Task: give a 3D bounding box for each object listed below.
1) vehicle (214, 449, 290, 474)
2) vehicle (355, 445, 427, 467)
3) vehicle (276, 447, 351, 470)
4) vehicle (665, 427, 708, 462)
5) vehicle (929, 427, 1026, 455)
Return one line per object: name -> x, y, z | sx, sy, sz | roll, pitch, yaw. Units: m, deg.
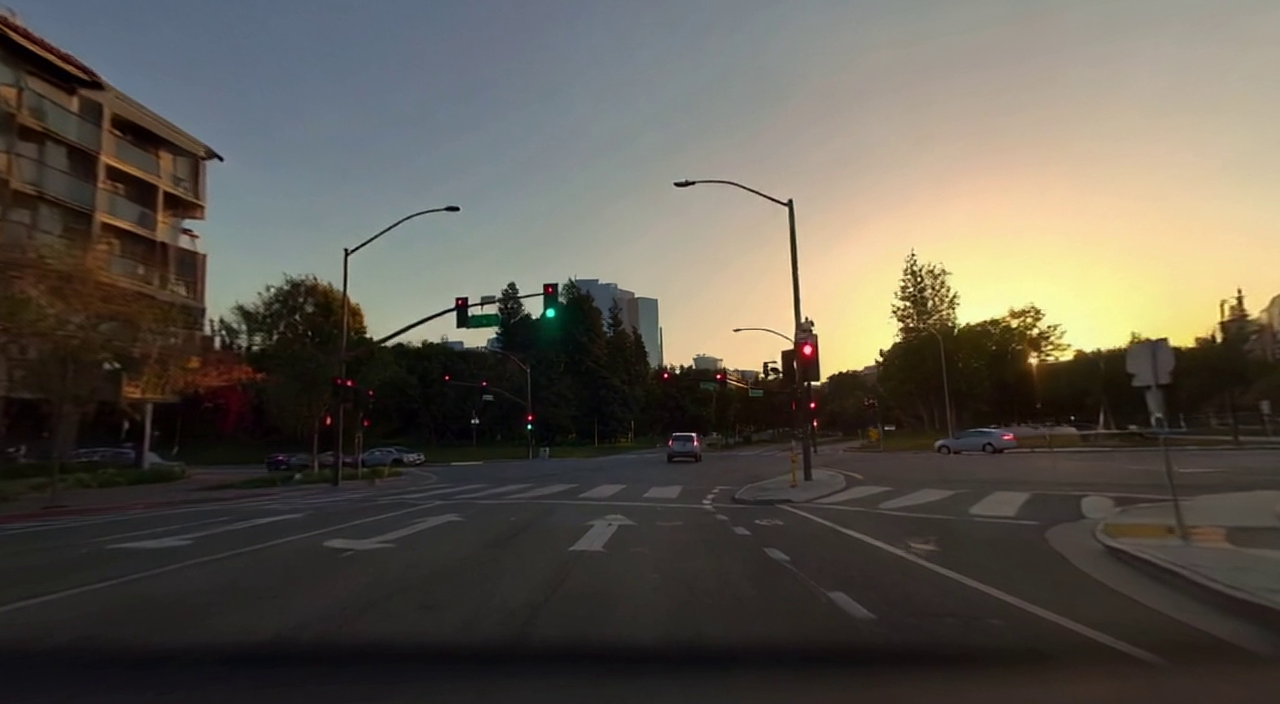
vehicle -> -25.658, 7.212, 41.781 | 4.359, 1.508, 1.980 | -3, -9, 21
vehicle -> -17.979, 7.457, 45.566 | 4.643, 1.485, 2.016 | -3, -9, 21
vehicle -> -22.544, 7.300, 43.561 | 4.601, 1.521, 1.941 | -3, -9, 21
vehicle -> 2.707, 5.238, 35.782 | 2.230, 1.827, 4.298 | -1, -8, 7
vehicle -> 20.533, 5.445, 38.701 | 4.952, 1.517, 1.997 | -5, -7, 22
